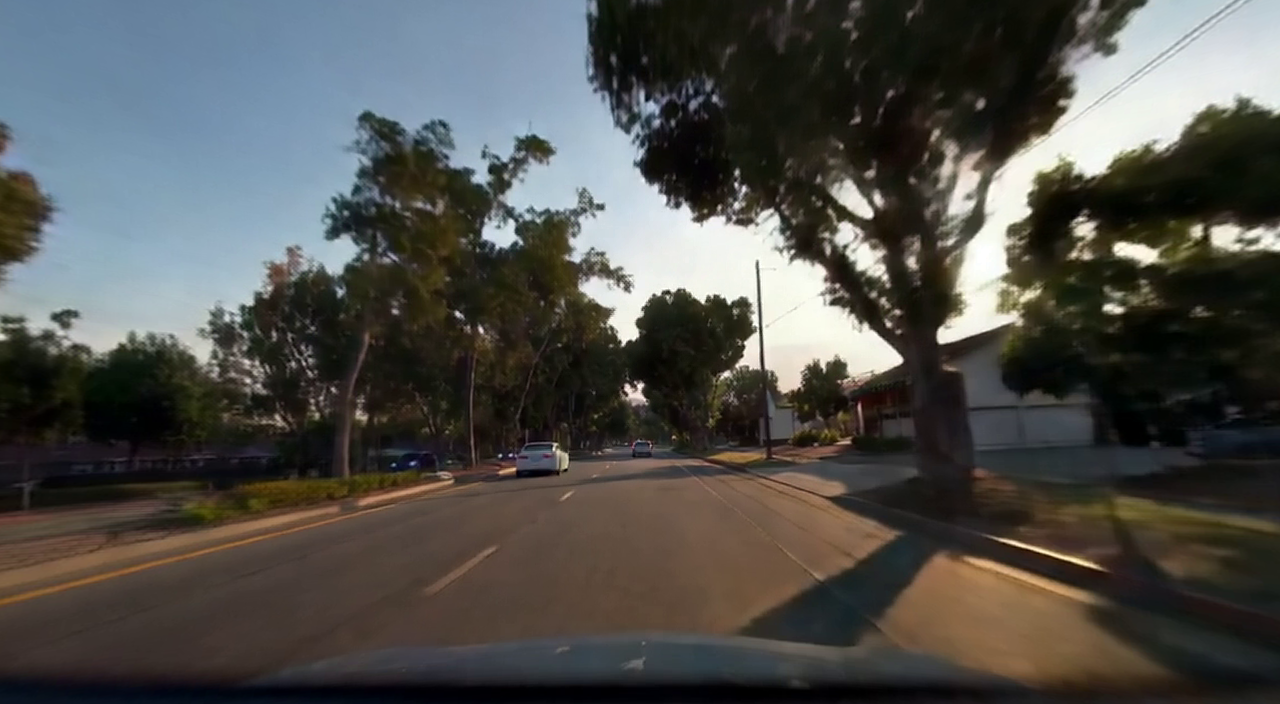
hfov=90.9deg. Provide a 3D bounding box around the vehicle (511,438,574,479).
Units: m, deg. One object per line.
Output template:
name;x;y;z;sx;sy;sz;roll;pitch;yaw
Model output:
vehicle;-4.128;4.599;27.434;1.914;1.630;4.351;0;-8;2

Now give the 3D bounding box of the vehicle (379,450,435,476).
vehicle;-15.042;7.176;41.016;1.752;1.590;4.745;0;-8;1
